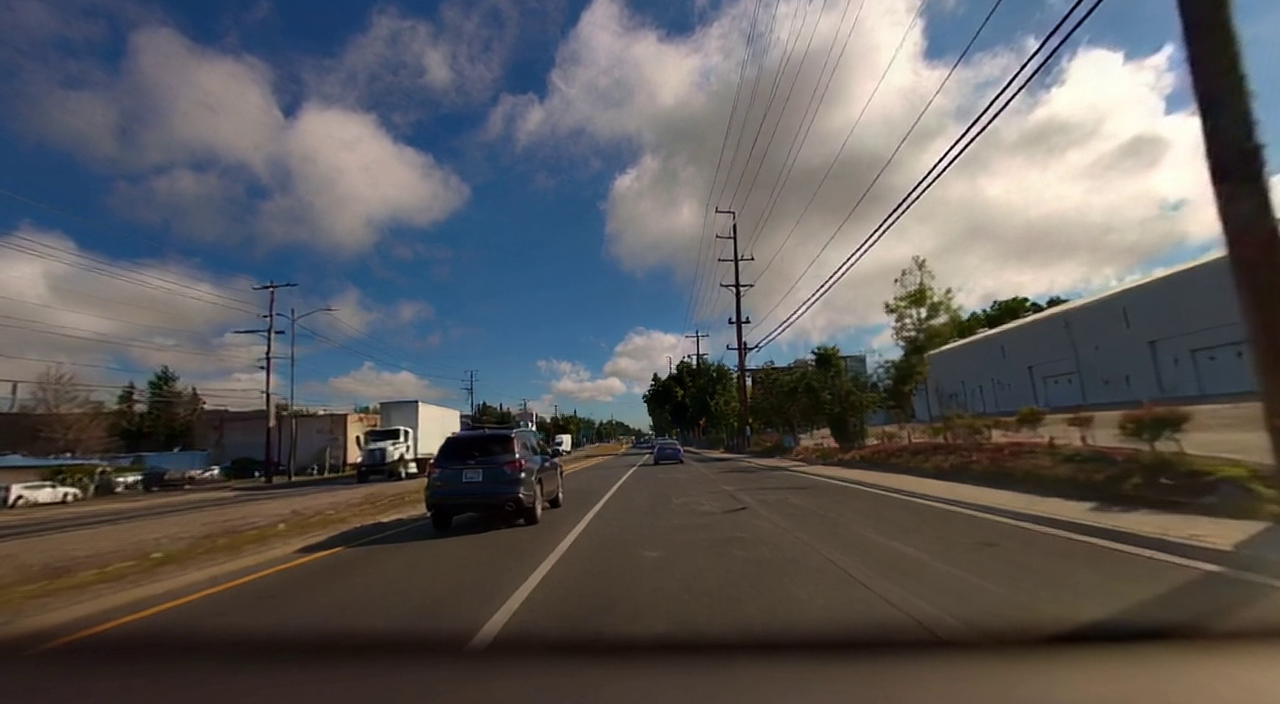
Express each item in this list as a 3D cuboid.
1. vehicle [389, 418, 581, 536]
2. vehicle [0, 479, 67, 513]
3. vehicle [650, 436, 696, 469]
[{"bbox_3d":[-2.486,2.159,11.567,2.169,1.679,4.723,-1,-8,2],"label":"vehicle"},{"bbox_3d":[-38.089,8.814,38.367,4.458,1.674,2.034,-3,-4,2],"label":"vehicle"},{"bbox_3d":[1.589,4.984,31.367,2.114,1.492,4.453,-1,-8,1],"label":"vehicle"}]
